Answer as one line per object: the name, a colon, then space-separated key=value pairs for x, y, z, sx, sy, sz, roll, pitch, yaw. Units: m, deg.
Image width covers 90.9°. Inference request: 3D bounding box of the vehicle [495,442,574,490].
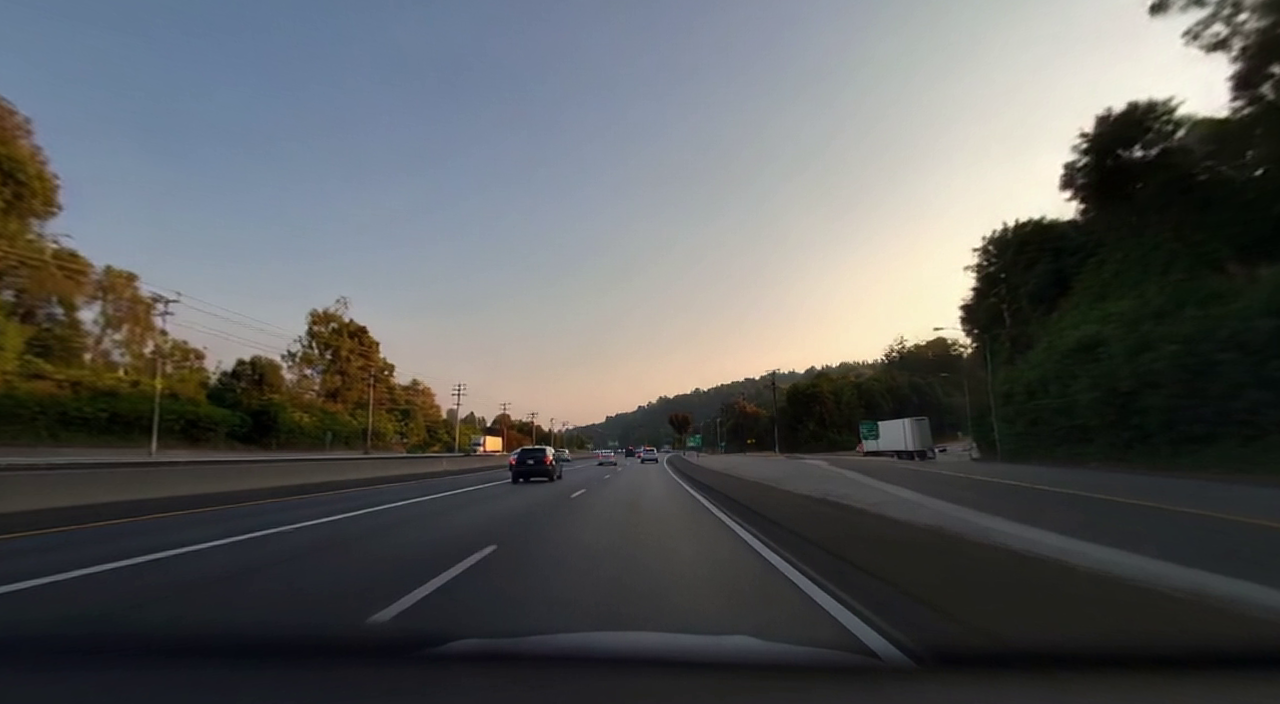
vehicle: x=-3.982 y=4.398 z=24.581 sx=2.263 sy=1.696 sz=4.321 roll=0 pitch=-9 yaw=1
